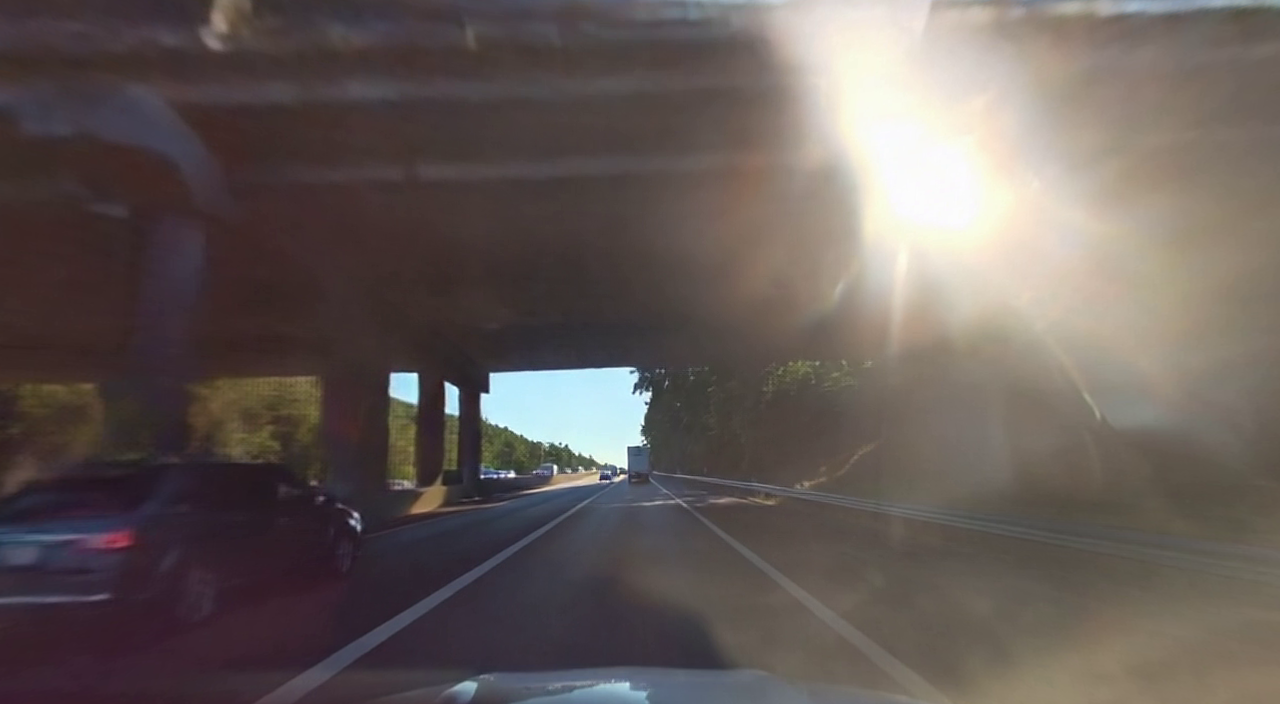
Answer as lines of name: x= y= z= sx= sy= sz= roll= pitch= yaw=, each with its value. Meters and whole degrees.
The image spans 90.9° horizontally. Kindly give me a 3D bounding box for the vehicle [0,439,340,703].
vehicle: x=-4.292 y=1.398 z=4.417 sx=1.950 sy=1.460 sz=4.812 roll=0 pitch=-10 yaw=1
